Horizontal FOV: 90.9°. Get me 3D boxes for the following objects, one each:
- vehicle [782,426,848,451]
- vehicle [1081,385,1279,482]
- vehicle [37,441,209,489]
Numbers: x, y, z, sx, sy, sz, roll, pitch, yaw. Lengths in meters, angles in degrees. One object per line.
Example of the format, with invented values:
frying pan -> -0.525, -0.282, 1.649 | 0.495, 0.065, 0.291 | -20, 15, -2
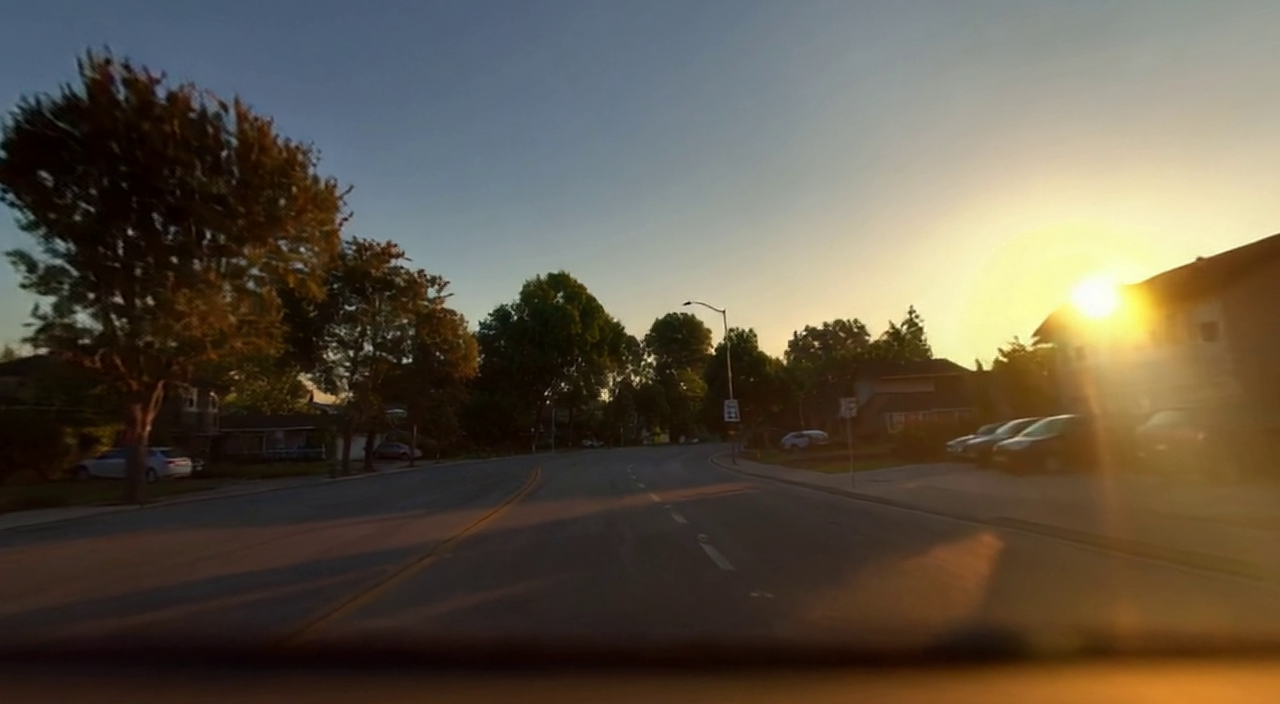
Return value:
vehicle -> 13.416, 6.675, 48.524 | 4.766, 1.789, 1.939 | -2, -9, 12
vehicle -> 14.200, 1.867, 14.612 | 5.793, 2.017, 2.535 | -4, -9, 13
vehicle -> -21.163, 4.622, 26.068 | 4.879, 1.854, 2.265 | 1, -9, -8
